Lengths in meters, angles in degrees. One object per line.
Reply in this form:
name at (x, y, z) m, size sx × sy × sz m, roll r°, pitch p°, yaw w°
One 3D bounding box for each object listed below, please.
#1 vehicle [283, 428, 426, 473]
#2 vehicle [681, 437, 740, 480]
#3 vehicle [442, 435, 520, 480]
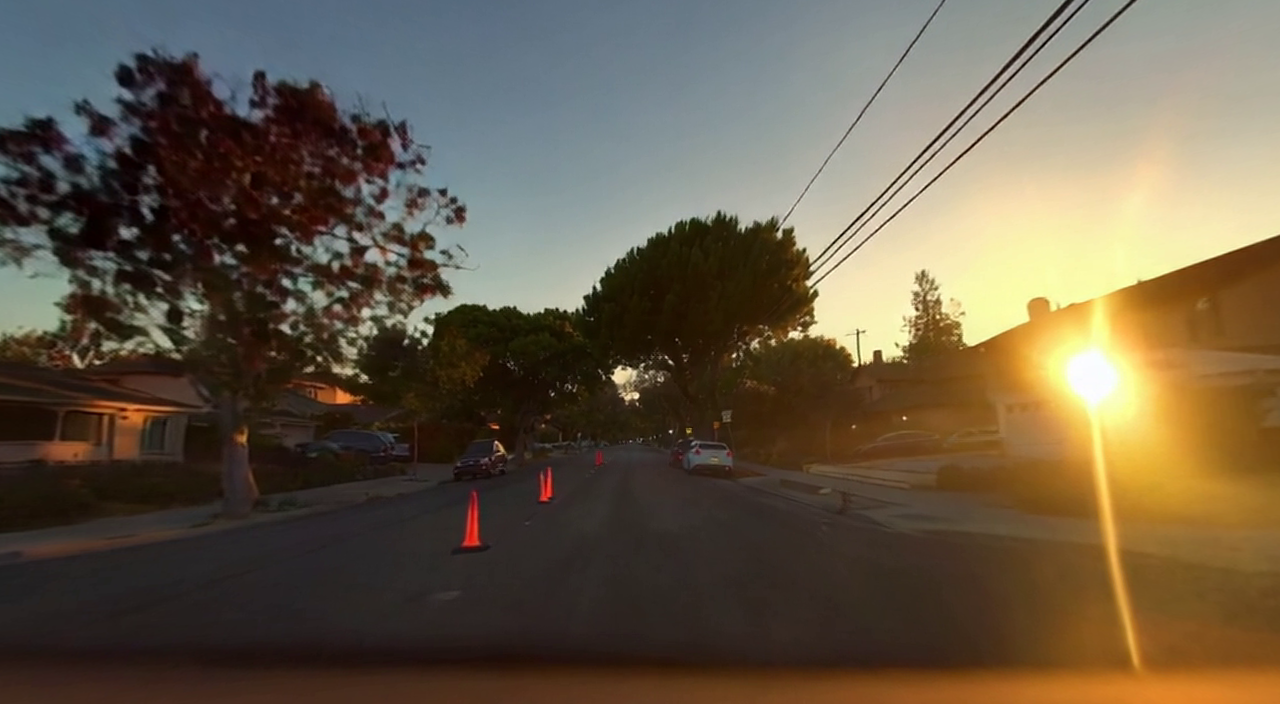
vehicle at (-15.450, 5.378, 34.557) m, size 6.526 × 2.046 × 2.522 m, roll 3°, pitch -8°, yaw -2°
vehicle at (2.956, 4.551, 27.233) m, size 1.896 × 1.602 × 4.571 m, roll 3°, pitch -8°, yaw -1°
vehicle at (-7.353, 4.983, 29.852) m, size 2.266 × 1.877 × 5.167 m, roll -1°, pitch -9°, yaw 1°
